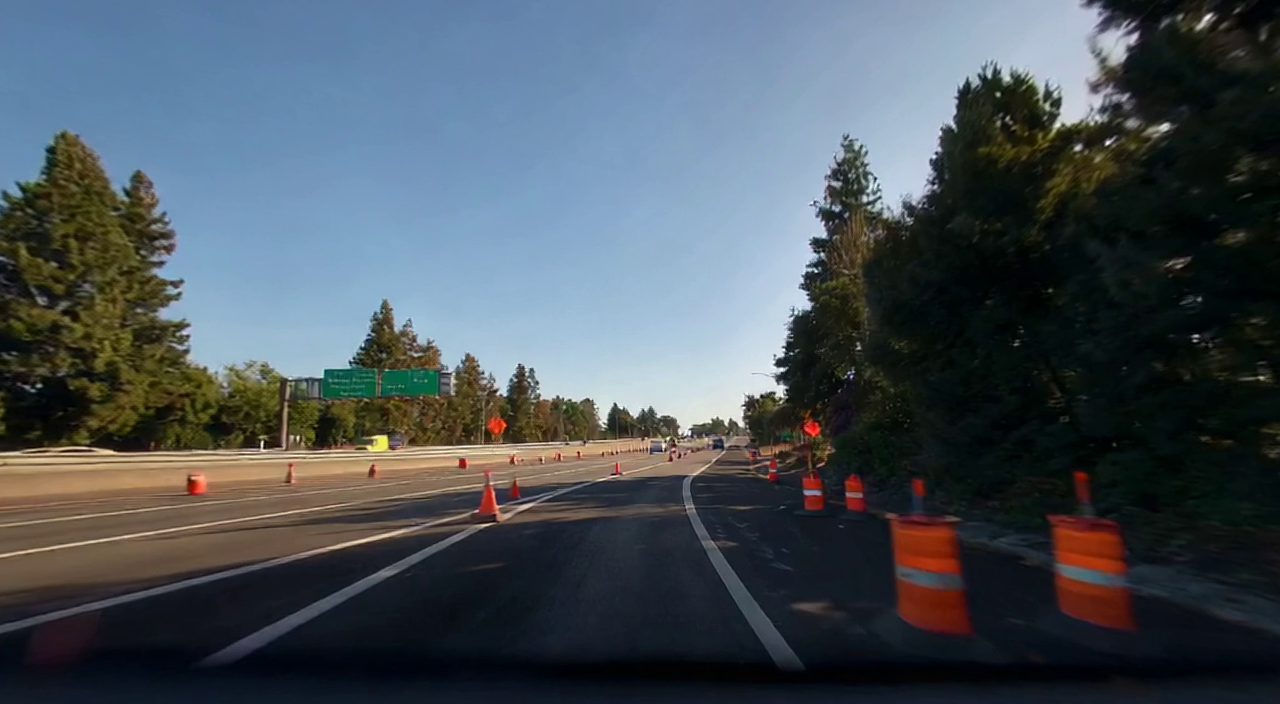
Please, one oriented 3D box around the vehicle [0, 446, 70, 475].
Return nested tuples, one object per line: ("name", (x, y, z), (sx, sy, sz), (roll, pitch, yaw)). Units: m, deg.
("vehicle", (-36.935, 6.347, 36.870), (1.879, 1.604, 5.062), (-1, -8, 9))
